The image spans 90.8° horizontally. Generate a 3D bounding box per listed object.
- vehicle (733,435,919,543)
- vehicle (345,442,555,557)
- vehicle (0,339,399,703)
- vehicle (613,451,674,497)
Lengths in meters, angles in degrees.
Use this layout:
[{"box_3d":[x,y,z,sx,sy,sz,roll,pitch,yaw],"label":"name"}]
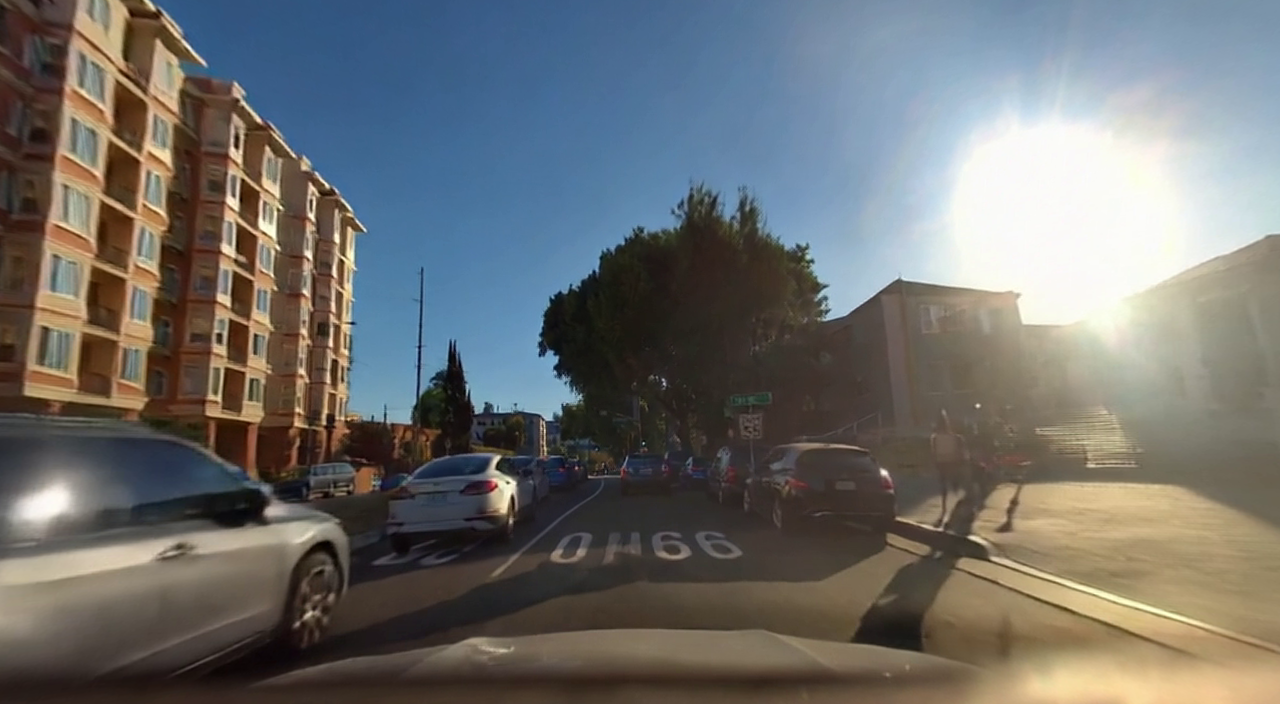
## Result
[{"box_3d":[2.934,2.249,11.092,1.933,1.501,4.349,0,-8,0],"label":"vehicle"},{"box_3d":[-2.798,2.271,10.576,2.109,1.477,4.509,0,-8,0],"label":"vehicle"},{"box_3d":[-3.031,0.972,2.988,2.065,1.705,4.353,0,-8,0],"label":"vehicle"},{"box_3d":[0.075,4.417,23.171,2.026,1.496,3.701,0,-8,-1],"label":"vehicle"}]
